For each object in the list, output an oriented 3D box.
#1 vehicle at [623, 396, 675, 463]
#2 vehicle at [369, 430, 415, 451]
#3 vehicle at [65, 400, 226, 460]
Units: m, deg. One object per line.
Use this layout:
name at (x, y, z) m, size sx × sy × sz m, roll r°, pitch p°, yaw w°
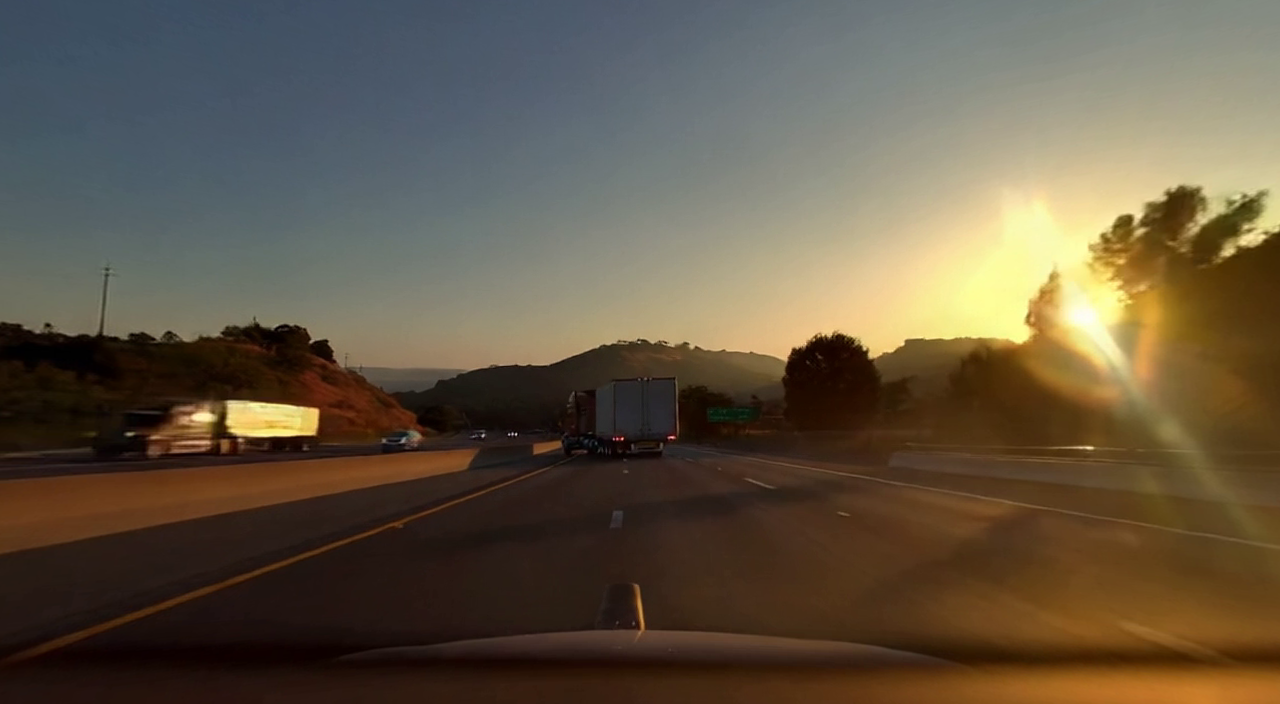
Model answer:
vehicle at (0.799, 5.683, 45.319) m, size 3.153 × 4.080 × 13.081 m, roll -1°, pitch -8°, yaw 2°
vehicle at (-18.769, 6.719, 47.763) m, size 1.810 × 1.522 × 4.275 m, roll 0°, pitch -8°, yaw -2°
vehicle at (-22.479, 3.656, 29.122) m, size 2.435 × 2.471 × 6.167 m, roll 0°, pitch -8°, yaw -1°
